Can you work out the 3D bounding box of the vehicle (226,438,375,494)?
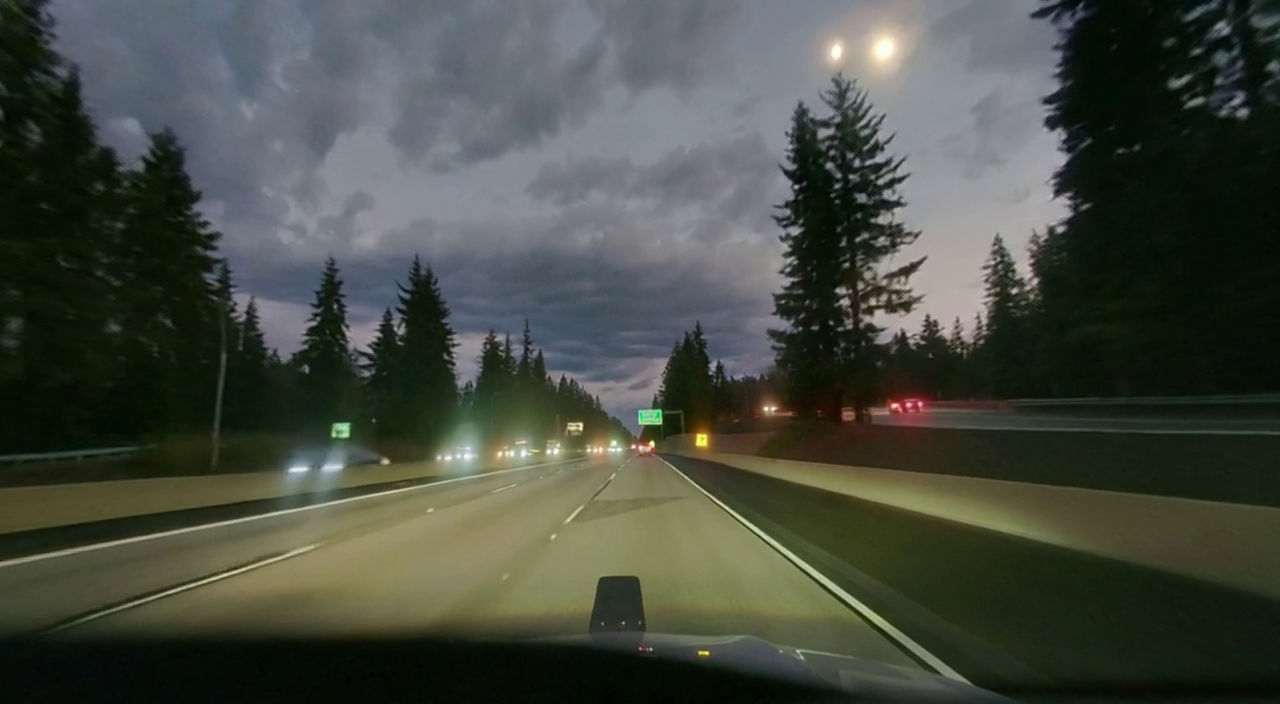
[{"bbox_3d":[-11.278,3.774,21.526,2.108,1.652,5.278,0,-8,1],"label":"vehicle"}]
